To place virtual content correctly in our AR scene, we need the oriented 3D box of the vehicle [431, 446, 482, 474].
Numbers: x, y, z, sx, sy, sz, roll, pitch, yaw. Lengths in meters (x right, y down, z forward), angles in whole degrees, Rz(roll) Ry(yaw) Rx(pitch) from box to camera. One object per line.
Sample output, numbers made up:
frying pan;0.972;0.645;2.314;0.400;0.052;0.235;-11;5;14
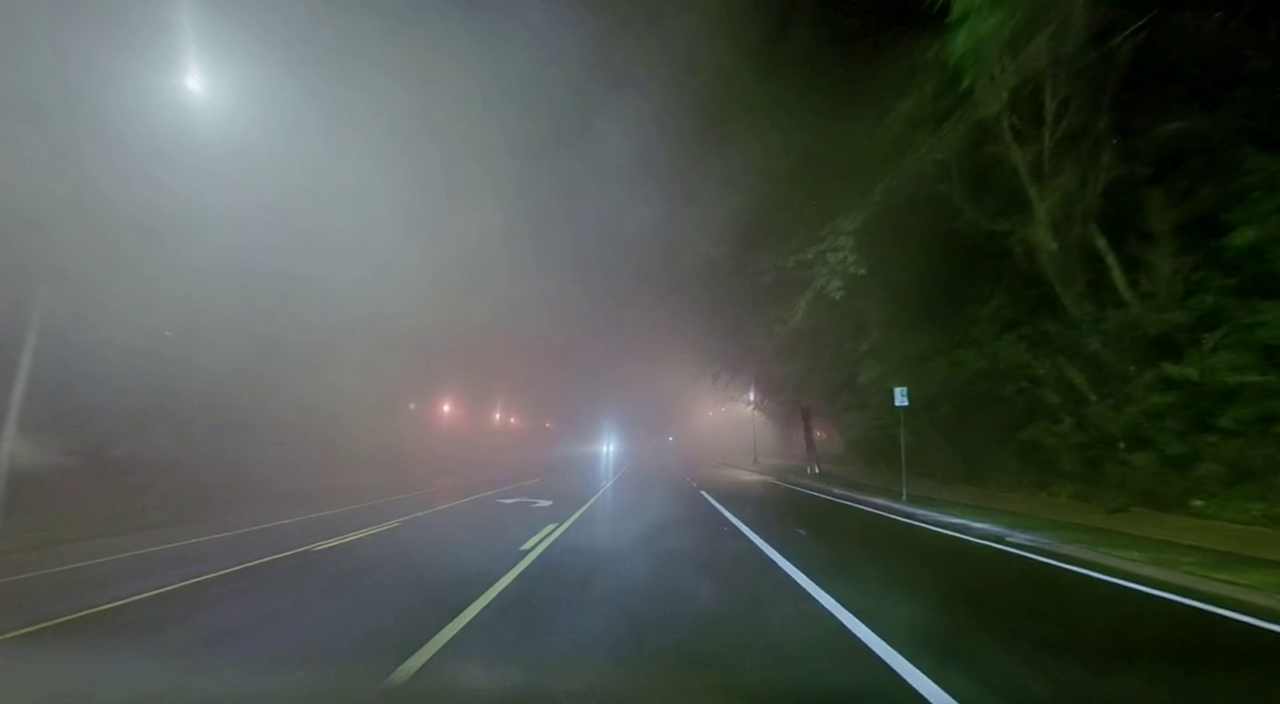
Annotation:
vehicle;-12.184;7.131;42.069;1.921;1.611;4.713;-4;-8;1
